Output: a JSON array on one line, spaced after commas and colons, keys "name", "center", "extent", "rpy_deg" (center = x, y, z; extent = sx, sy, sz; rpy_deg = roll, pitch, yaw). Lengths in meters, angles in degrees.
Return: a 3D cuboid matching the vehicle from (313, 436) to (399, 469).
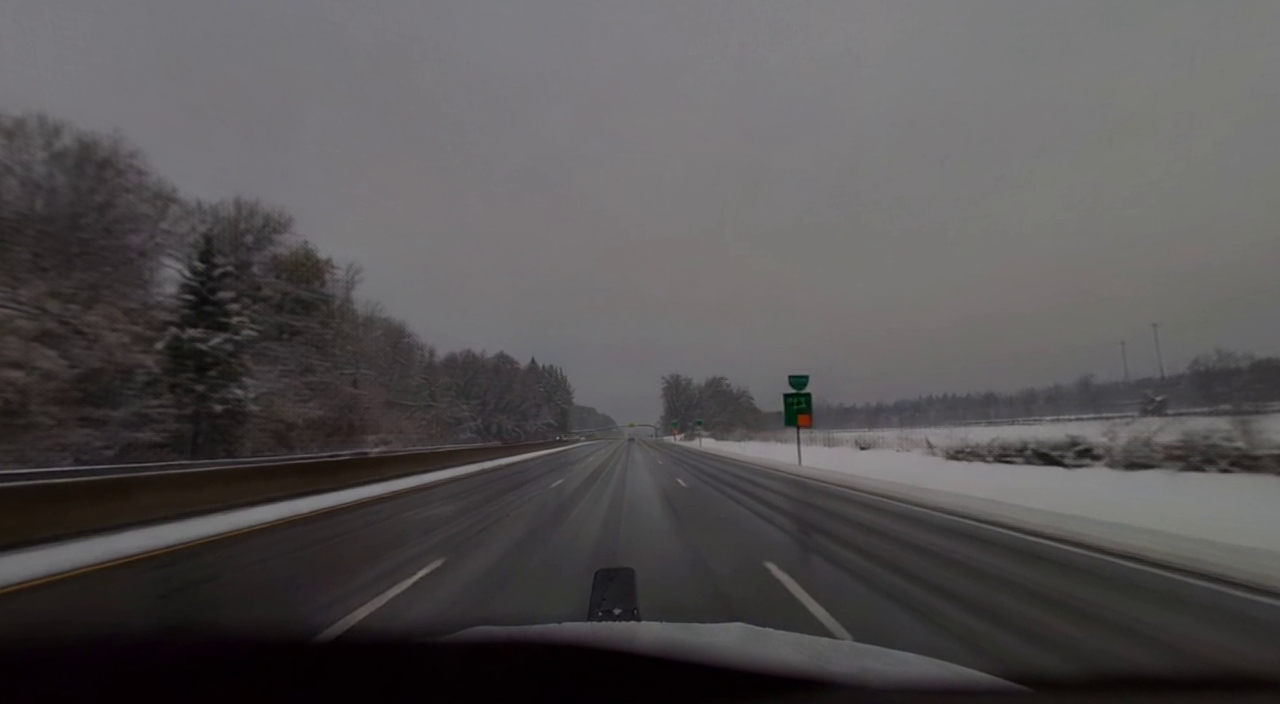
[{"name": "vehicle", "center": [-13.306, 4.710, 29.873], "extent": [1.967, 1.441, 4.536], "rpy_deg": [0, -8, 0]}]
